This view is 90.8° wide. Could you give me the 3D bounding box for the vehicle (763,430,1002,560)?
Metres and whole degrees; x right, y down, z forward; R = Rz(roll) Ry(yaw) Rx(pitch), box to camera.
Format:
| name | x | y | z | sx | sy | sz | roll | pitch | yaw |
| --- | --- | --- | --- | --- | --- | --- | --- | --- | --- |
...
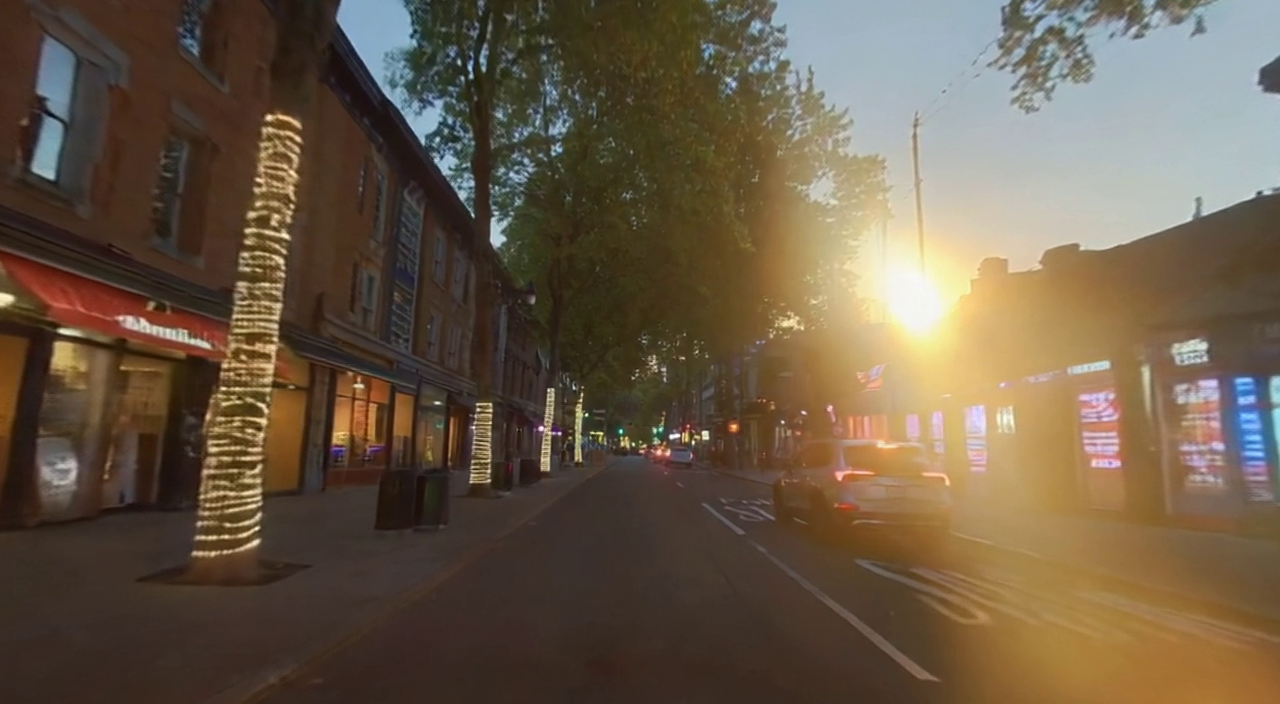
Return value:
| name | x | y | z | sx | sy | sz | roll | pitch | yaw |
| --- | --- | --- | --- | --- | --- | --- | --- | --- | --- |
| vehicle | 3.394 | 2.072 | 9.953 | 1.971 | 1.559 | 4.326 | 0 | -8 | -1 |
